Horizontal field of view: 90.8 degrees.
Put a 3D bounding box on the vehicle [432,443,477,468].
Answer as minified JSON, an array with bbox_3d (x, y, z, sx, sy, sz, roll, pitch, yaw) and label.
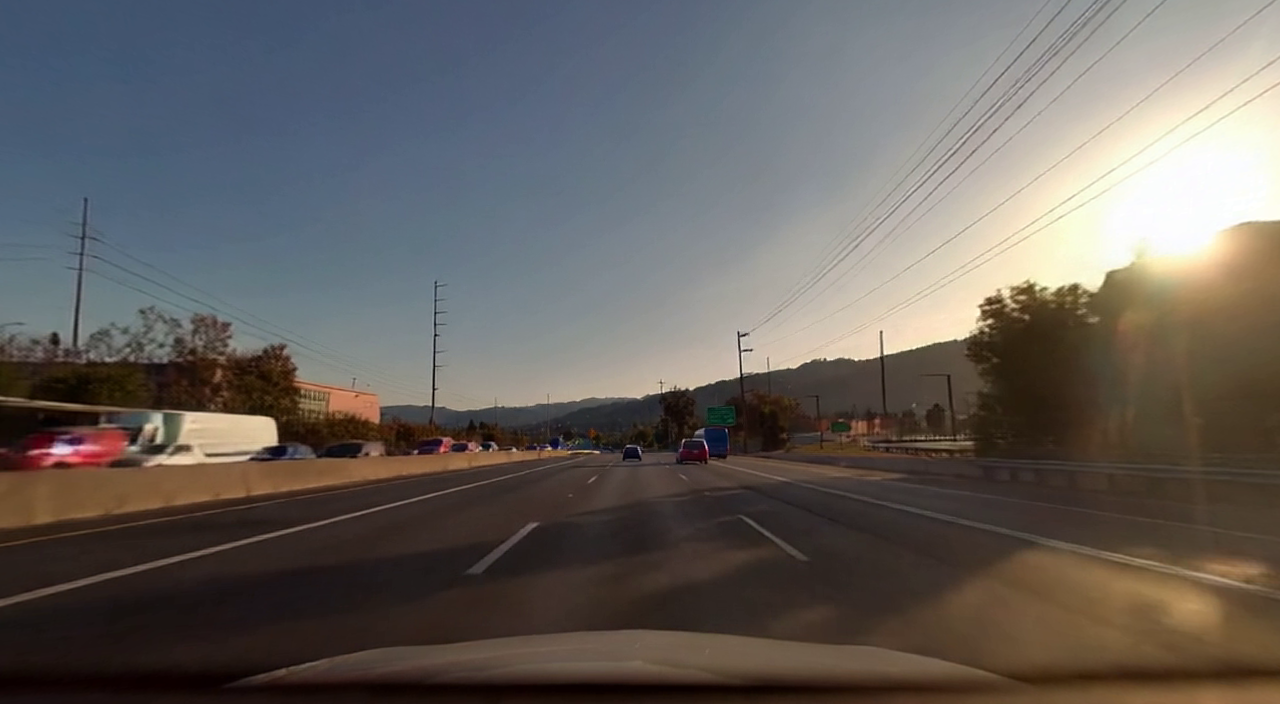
[{"bbox_3d":[-13.893,7.758,47.537,1.962,1.792,4.576,0,-9,0],"label":"vehicle"}]

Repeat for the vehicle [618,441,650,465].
[{"bbox_3d":[-0.451,7.632,47.991,2.325,1.712,4.592,0,-9,0],"label":"vehicle"}]

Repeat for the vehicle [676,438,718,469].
[{"bbox_3d":[3.437,6.218,38.916,2.036,1.796,4.470,0,-9,-2],"label":"vehicle"}]

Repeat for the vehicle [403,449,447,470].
[{"bbox_3d":[-16.932,8.475,49.941,1.957,1.516,3.844,0,-9,2],"label":"vehicle"}]

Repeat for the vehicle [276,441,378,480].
[{"bbox_3d":[-13.306,4.632,27.240,1.934,1.522,4.697,0,-9,1],"label":"vehicle"}]

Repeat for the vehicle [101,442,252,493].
[{"bbox_3d":[-21.363,5.326,29.644,2.258,2.068,6.386,0,-9,0],"label":"vehicle"}]

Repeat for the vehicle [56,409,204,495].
[{"bbox_3d":[-25.670,5.053,32.215,2.968,3.977,5.142,0,-9,0],"label":"vehicle"}]
